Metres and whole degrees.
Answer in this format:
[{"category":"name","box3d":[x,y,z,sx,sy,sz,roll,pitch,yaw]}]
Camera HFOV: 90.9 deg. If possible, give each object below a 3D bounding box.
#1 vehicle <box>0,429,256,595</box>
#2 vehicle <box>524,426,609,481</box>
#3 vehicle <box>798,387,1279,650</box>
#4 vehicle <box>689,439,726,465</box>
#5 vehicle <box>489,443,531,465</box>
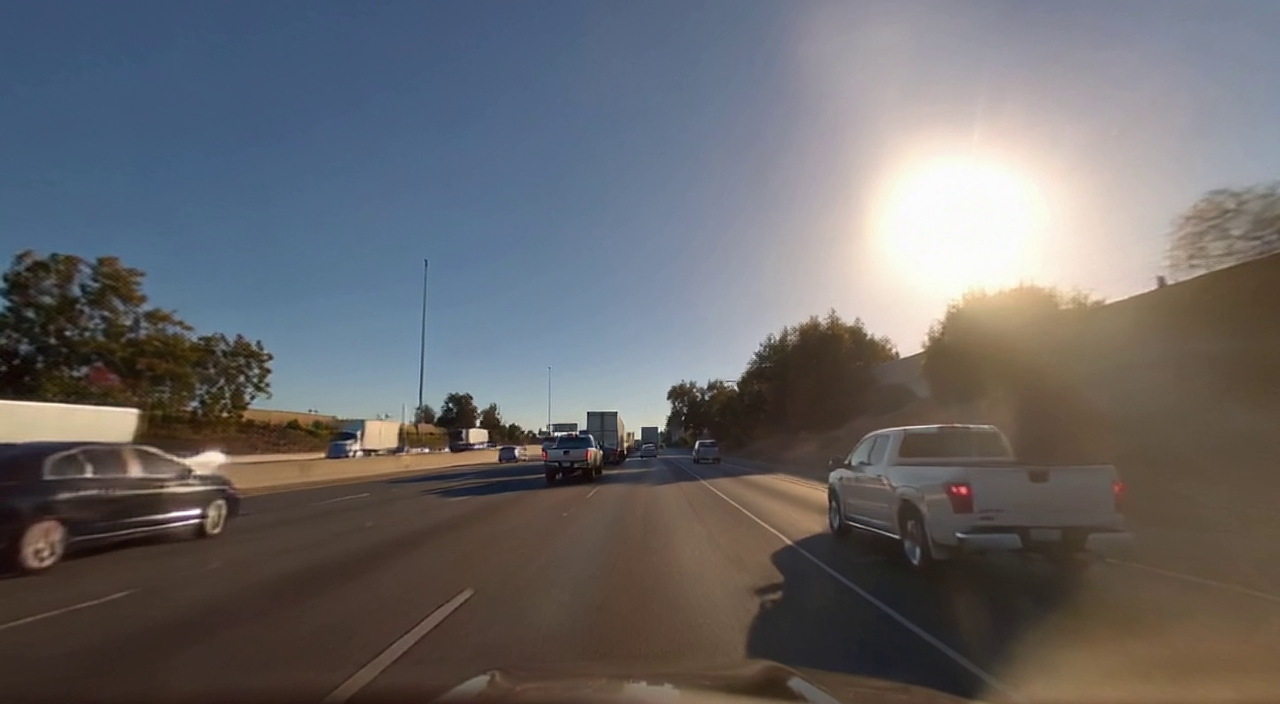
[{"category":"vehicle","box3d":[-6.932,1.698,7.336,2.235,1.506,4.159,0,-8,1]},{"category":"vehicle","box3d":[-2.884,4.227,26.582,2.645,2.023,6.491,-1,-8,2]},{"category":"vehicle","box3d":[3.145,1.375,6.242,2.028,1.658,4.334,0,-8,0]},{"category":"vehicle","box3d":[4.541,6.763,42.744,2.026,1.661,3.865,0,-8,-1]},{"category":"vehicle","box3d":[-9.497,7.515,46.606,1.981,1.495,4.834,0,-8,1]}]
